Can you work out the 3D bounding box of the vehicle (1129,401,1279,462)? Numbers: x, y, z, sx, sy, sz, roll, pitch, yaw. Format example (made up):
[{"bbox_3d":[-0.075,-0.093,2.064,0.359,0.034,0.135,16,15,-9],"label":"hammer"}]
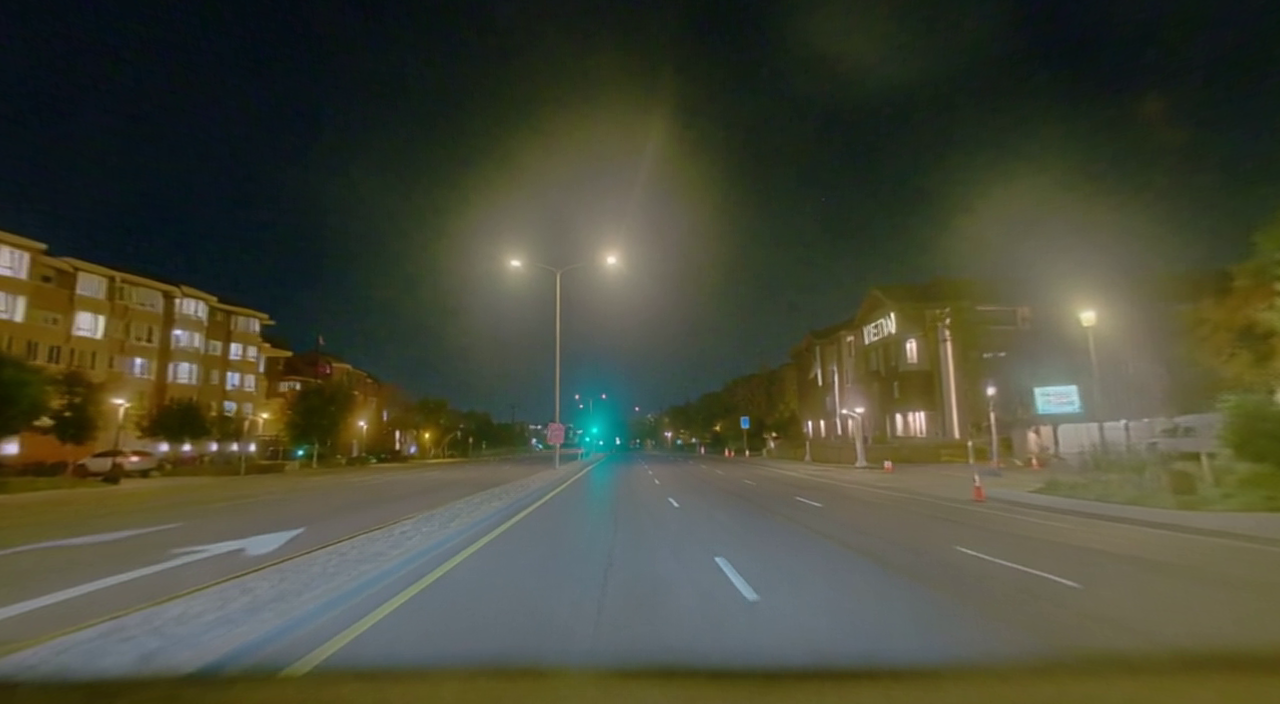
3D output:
[{"bbox_3d":[31.705,4.515,35.254,2.905,3.046,6.805,1,-8,-4],"label":"vehicle"}]

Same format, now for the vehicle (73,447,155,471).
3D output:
[{"bbox_3d":[-33.271,6.759,39.980,3.732,1.453,1.721,-1,-8,5],"label":"vehicle"}]
